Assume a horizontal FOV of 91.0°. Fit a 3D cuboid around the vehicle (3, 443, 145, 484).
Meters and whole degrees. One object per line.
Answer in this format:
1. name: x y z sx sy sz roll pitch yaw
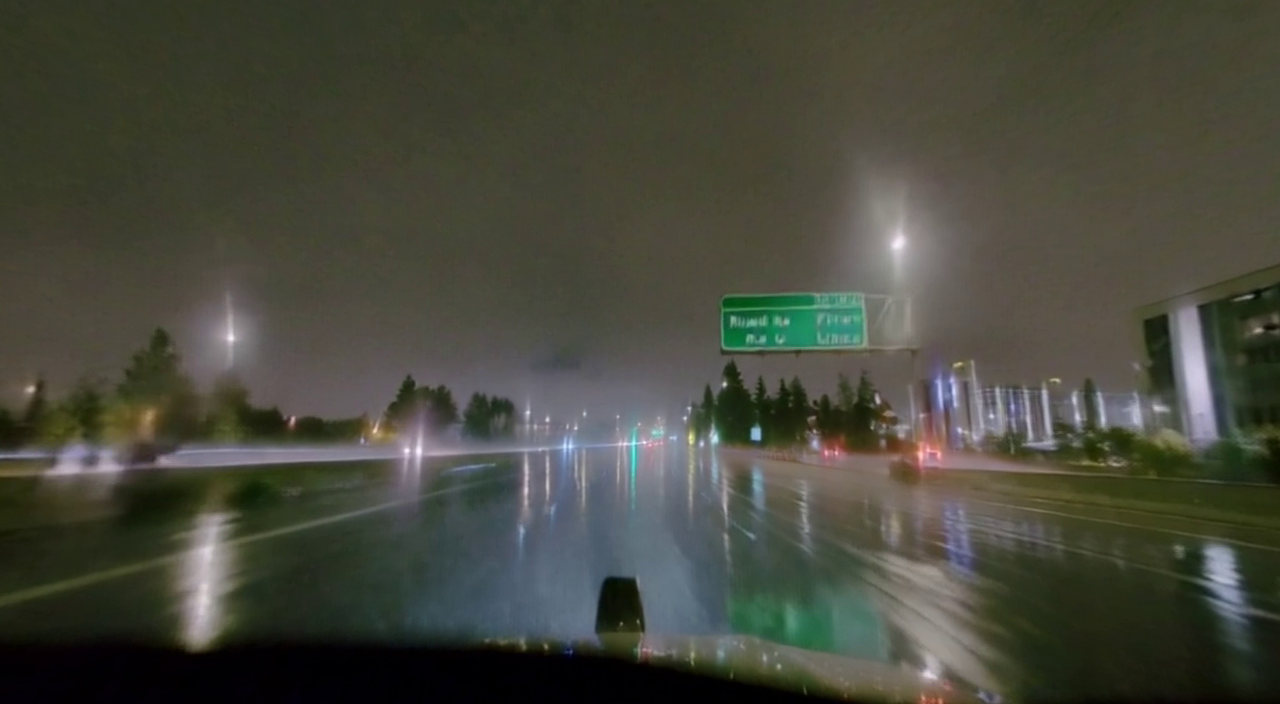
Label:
1. vehicle: -23.900 4.692 26.841 1.875 1.547 4.382 0 -9 1
